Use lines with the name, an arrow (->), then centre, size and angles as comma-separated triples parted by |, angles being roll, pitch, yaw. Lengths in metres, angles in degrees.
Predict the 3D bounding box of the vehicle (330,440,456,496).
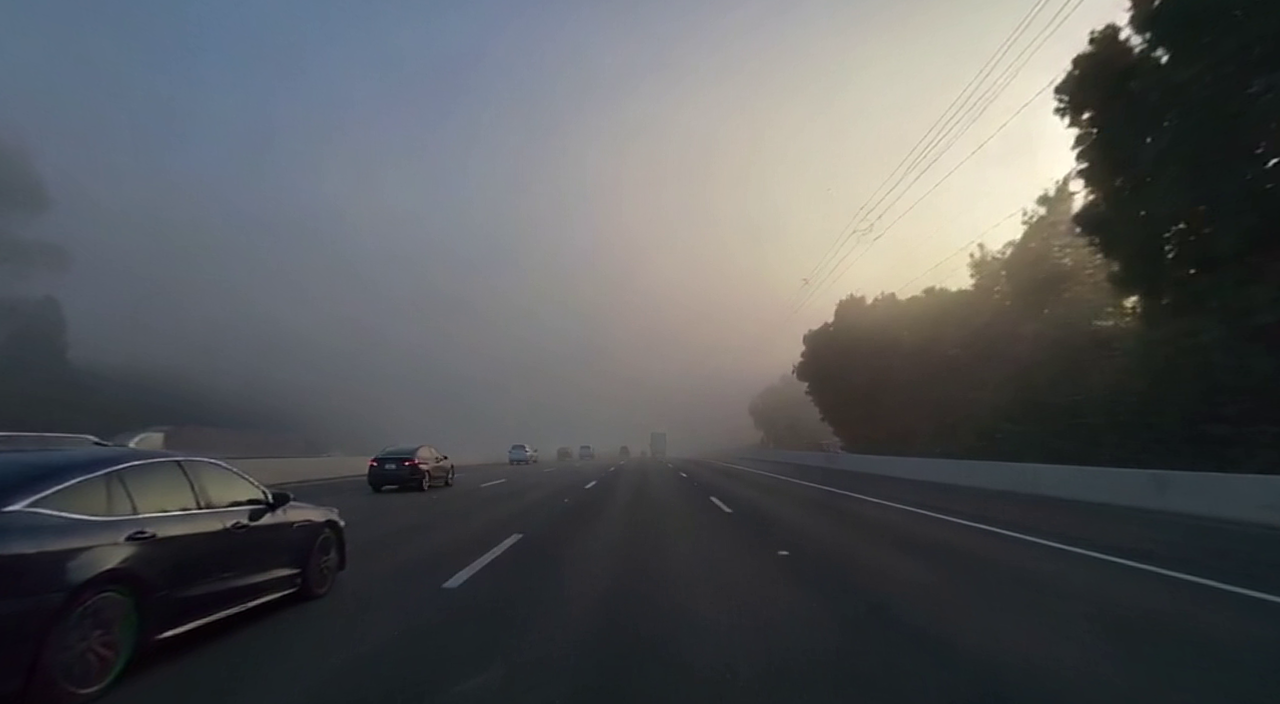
vehicle -> -7.467, 3.554, 19.649 | 1.946, 1.514, 4.687 | 0, -9, 1

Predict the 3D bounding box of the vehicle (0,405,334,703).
vehicle -> -3.693, 1.035, 2.893 | 2.045, 1.532, 4.954 | 0, -9, 1
